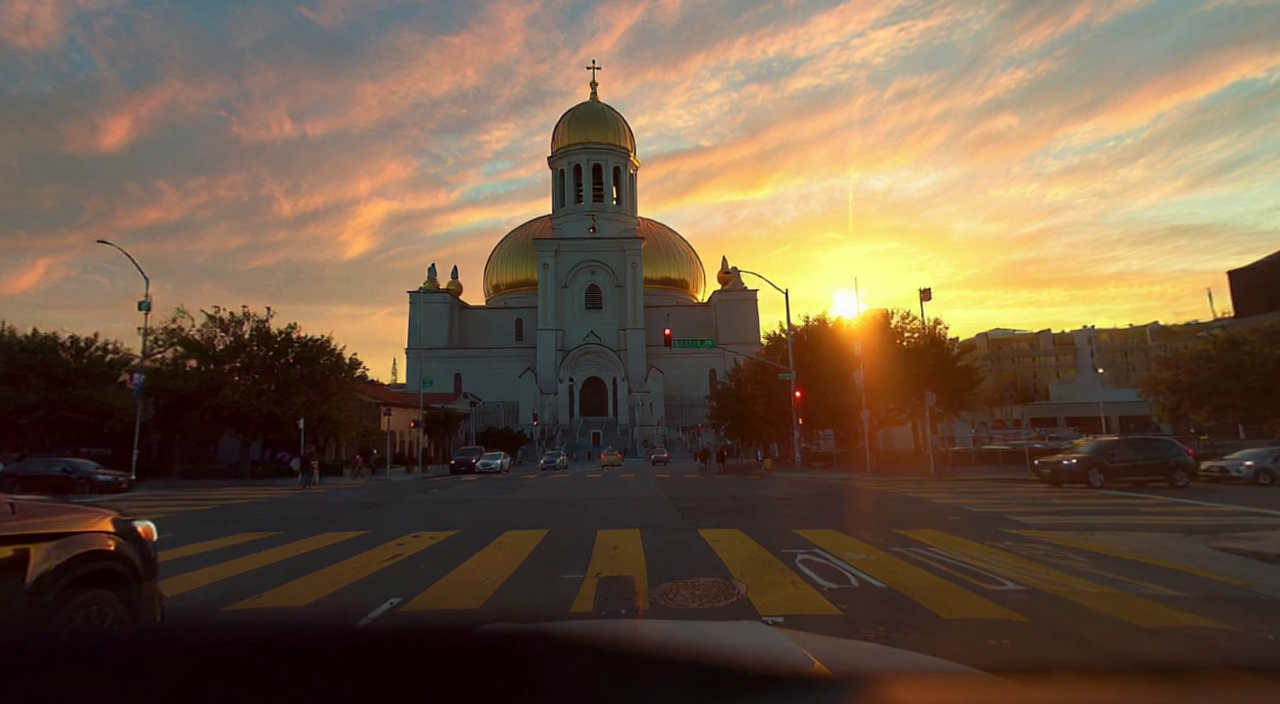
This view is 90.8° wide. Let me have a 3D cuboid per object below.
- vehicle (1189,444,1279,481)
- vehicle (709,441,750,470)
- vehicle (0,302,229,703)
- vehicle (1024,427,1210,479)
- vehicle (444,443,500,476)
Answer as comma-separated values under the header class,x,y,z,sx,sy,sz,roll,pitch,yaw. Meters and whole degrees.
class,x,y,z,sx,sy,sz,roll,pitch,yaw
vehicle,26.365,4.636,26.662,4.561,1.475,1.850,0,-8,0
vehicle,5.823,6.773,41.528,1.969,1.776,4.329,0,-8,-2
vehicle,-3.876,0.582,1.192,2.251,2.009,5.688,0,-8,1
vehicle,19.871,4.242,26.575,5.852,2.057,2.361,0,-8,0
vehicle,-10.246,6.561,38.968,2.076,1.876,4.669,0,-8,1
